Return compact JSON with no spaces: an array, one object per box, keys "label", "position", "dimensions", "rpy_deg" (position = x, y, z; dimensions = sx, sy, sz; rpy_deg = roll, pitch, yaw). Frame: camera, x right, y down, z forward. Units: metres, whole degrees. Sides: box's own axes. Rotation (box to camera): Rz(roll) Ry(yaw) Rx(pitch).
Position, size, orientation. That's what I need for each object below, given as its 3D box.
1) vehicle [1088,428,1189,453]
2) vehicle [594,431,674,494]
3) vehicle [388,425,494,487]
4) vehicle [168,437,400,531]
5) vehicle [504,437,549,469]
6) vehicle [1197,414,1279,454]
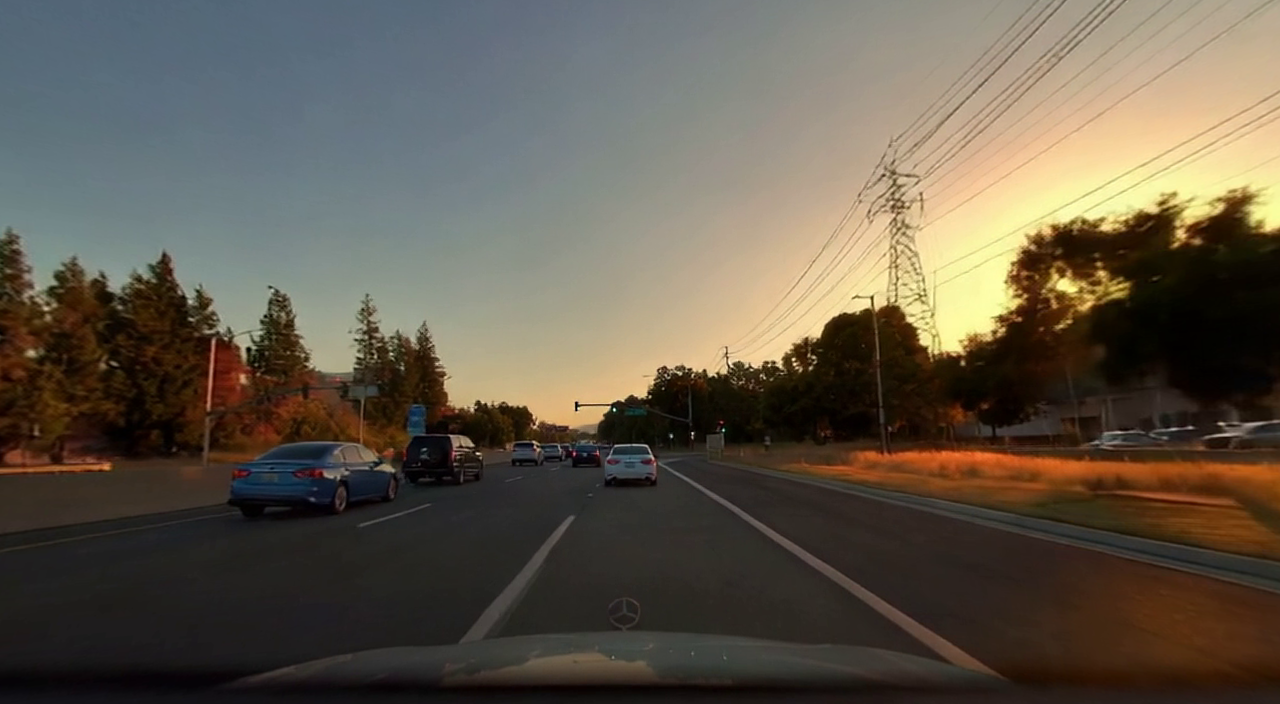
[{"label":"vehicle","position":[29.102,5.176,36.970],"dimensions":[4.105,1.306,2.050],"rpy_deg":[-2,-8,1]},{"label":"vehicle","position":[-0.183,3.242,18.892],"dimensions":[2.140,1.653,4.108],"rpy_deg":[0,-8,-1]},{"label":"vehicle","position":[-6.823,3.618,22.327],"dimensions":[2.144,1.905,4.967],"rpy_deg":[0,-8,0]},{"label":"vehicle","position":[-6.580,2.446,12.434],"dimensions":[1.900,1.483,4.547],"rpy_deg":[0,-8,0]},{"label":"vehicle","position":[-6.623,5.962,37.327],"dimensions":[1.914,1.756,4.179],"rpy_deg":[0,-8,-1]},{"label":"vehicle","position":[29.563,3.880,29.779],"dimensions":[4.554,1.761,2.095],"rpy_deg":[0,-8,0]}]
